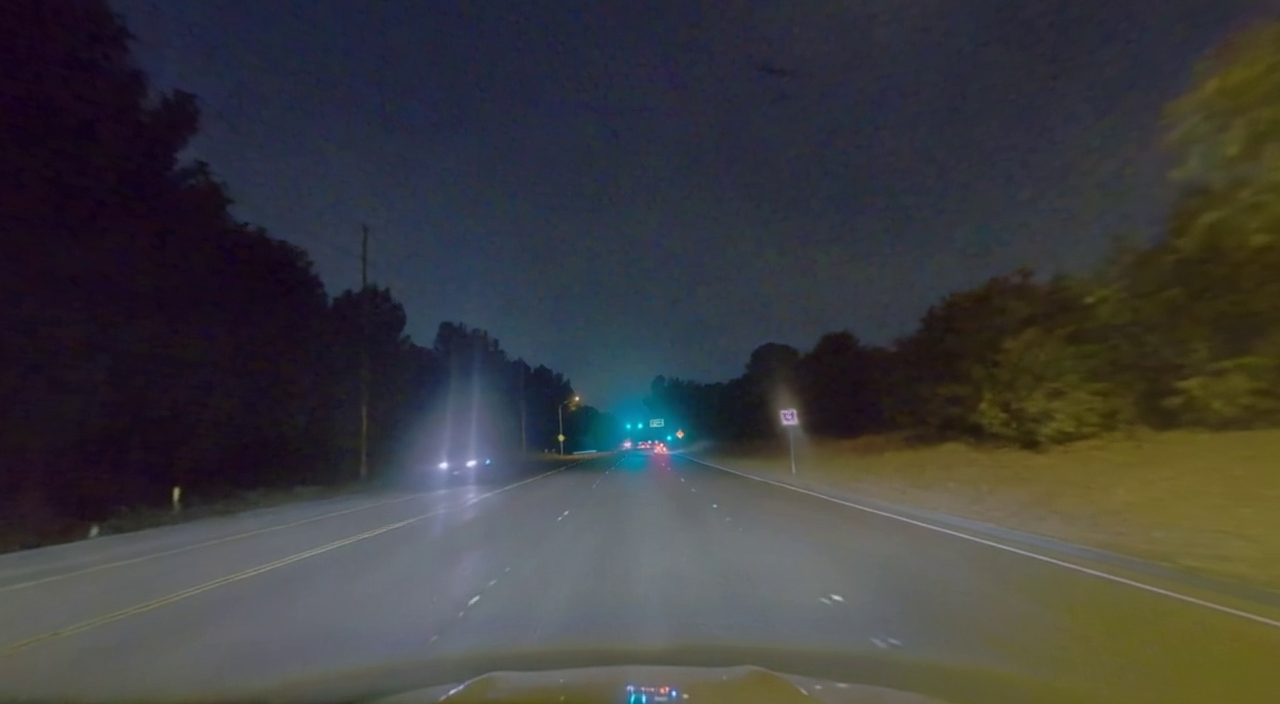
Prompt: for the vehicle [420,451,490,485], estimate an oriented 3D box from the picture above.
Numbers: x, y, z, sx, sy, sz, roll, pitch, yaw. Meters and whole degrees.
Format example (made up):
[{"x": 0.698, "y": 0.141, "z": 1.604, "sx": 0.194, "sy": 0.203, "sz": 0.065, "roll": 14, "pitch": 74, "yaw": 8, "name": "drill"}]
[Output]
[{"x": -8.930, "y": 5.627, "z": 30.955, "sx": 2.011, "sy": 1.482, "sz": 4.671, "roll": 0, "pitch": -8, "yaw": 0, "name": "vehicle"}]
